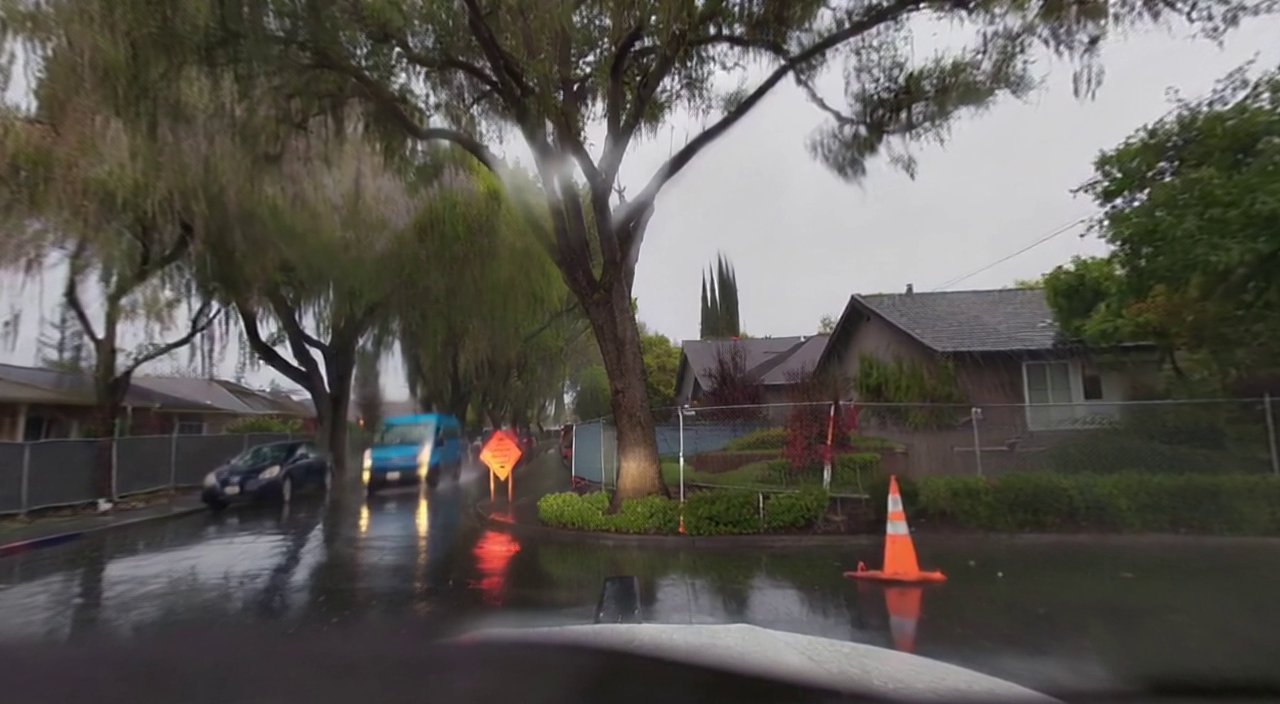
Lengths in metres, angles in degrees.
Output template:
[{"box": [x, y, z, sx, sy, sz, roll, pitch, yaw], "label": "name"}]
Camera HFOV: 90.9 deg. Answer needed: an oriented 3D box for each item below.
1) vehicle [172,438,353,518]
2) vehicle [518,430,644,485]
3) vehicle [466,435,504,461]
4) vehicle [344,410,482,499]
[{"box": [-8.331, 2.749, 14.438, 1.899, 1.524, 4.082, 1, -8, -5], "label": "vehicle"}, {"box": [-1.632, 3.106, 18.929, 1.827, 1.436, 4.070, -4, -9, 27], "label": "vehicle"}, {"box": [-10.350, 6.385, 42.286, 1.765, 1.493, 4.130, 3, -7, -5], "label": "vehicle"}, {"box": [-5.707, 2.620, 16.622, 2.219, 1.984, 4.712, 0, -8, -5], "label": "vehicle"}]
